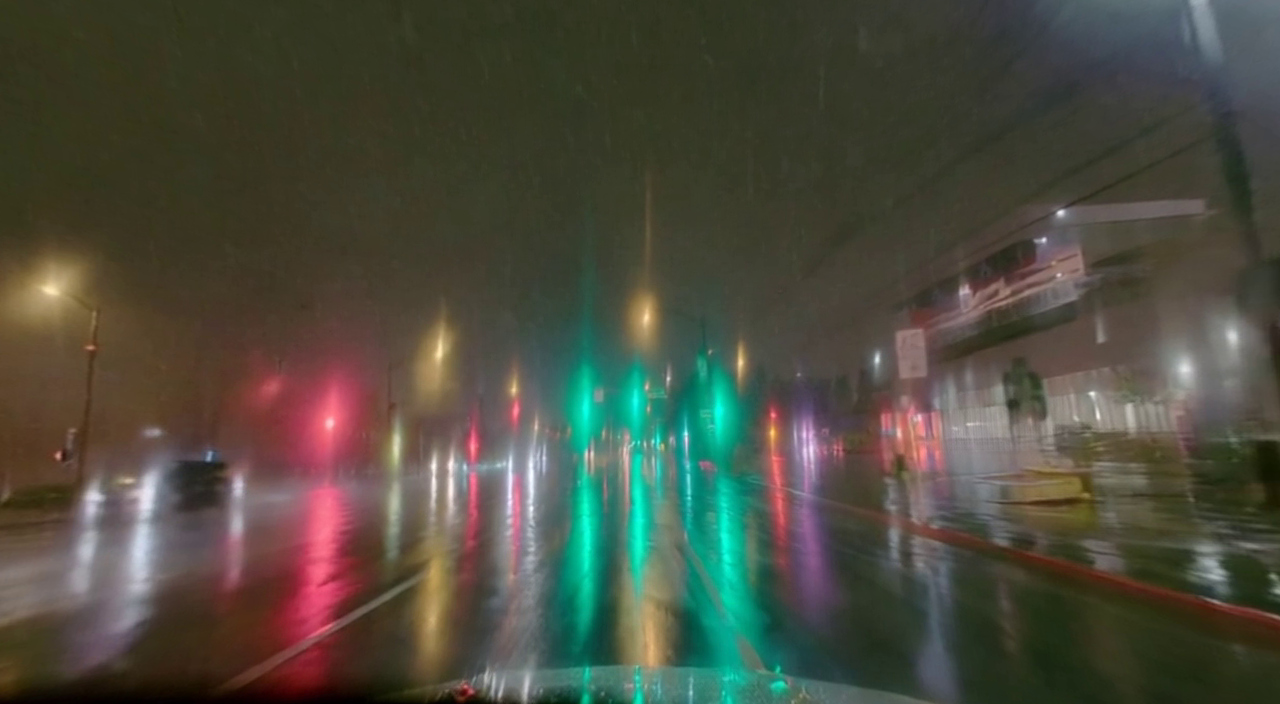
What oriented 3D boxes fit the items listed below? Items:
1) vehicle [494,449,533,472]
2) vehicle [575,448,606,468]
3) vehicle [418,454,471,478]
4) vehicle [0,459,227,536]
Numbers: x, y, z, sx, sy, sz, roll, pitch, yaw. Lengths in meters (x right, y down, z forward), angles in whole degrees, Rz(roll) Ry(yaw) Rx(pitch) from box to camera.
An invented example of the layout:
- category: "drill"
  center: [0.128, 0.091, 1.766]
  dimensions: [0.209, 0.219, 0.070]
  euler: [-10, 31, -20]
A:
- category: "vehicle"
  center: [-9.681, 8.341, 48.799]
  dimensions: [2.010, 1.615, 4.536]
  euler: [-1, -9, 1]
- category: "vehicle"
  center: [-3.722, 7.983, 47.842]
  dimensions: [1.962, 1.420, 4.021]
  euler: [-1, -9, 1]
- category: "vehicle"
  center: [-13.019, 7.599, 42.348]
  dimensions: [1.949, 1.481, 4.746]
  euler: [0, -9, 1]
- category: "vehicle"
  center: [-12.469, 3.423, 15.413]
  dimensions: [1.876, 1.530, 4.198]
  euler: [0, -9, 0]
